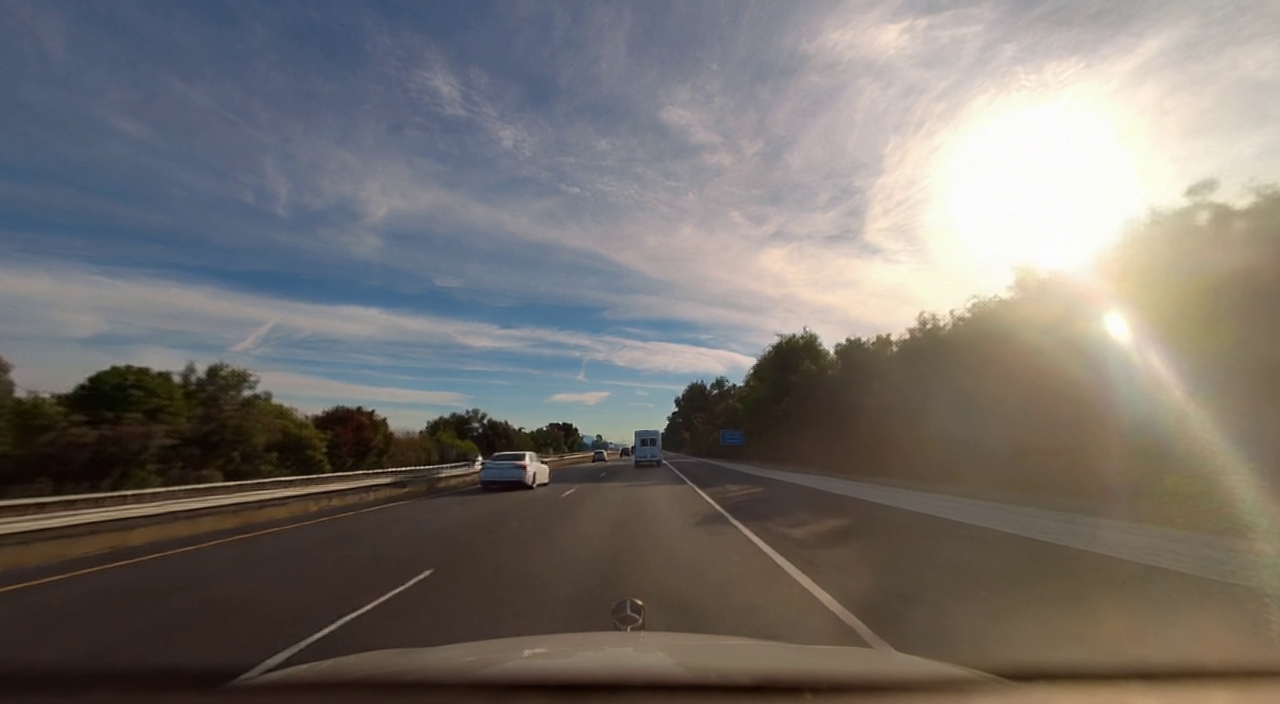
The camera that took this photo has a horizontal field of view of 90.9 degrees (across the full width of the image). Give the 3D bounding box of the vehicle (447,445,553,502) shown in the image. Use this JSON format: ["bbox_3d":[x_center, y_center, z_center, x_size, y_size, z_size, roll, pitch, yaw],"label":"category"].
[{"bbox_3d":[-3.927,3.480,18.472,1.998,1.460,4.422,0,-9,1],"label":"vehicle"}]

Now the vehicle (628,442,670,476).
[{"bbox_3d":[0.470,5.849,34.617,2.172,1.687,3.929,0,-9,0],"label":"vehicle"}]
